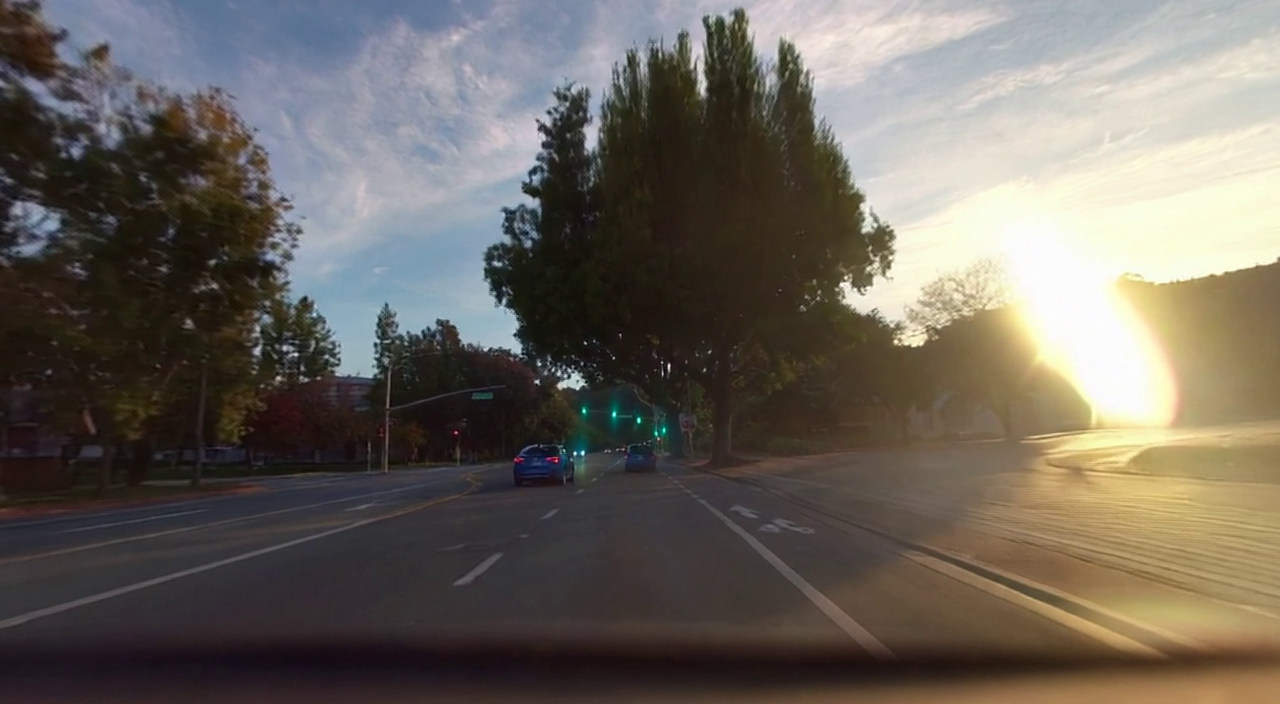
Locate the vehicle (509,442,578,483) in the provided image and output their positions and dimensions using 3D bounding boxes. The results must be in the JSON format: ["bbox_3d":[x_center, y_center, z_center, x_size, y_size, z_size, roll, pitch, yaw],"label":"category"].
[{"bbox_3d":[-3.686,4.292,24.832,2.036,1.447,4.044,0,-8,0],"label":"vehicle"}]

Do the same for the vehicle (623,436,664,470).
[{"bbox_3d":[0.114,5.738,35.919,2.215,1.799,4.426,0,-8,-2],"label":"vehicle"}]
